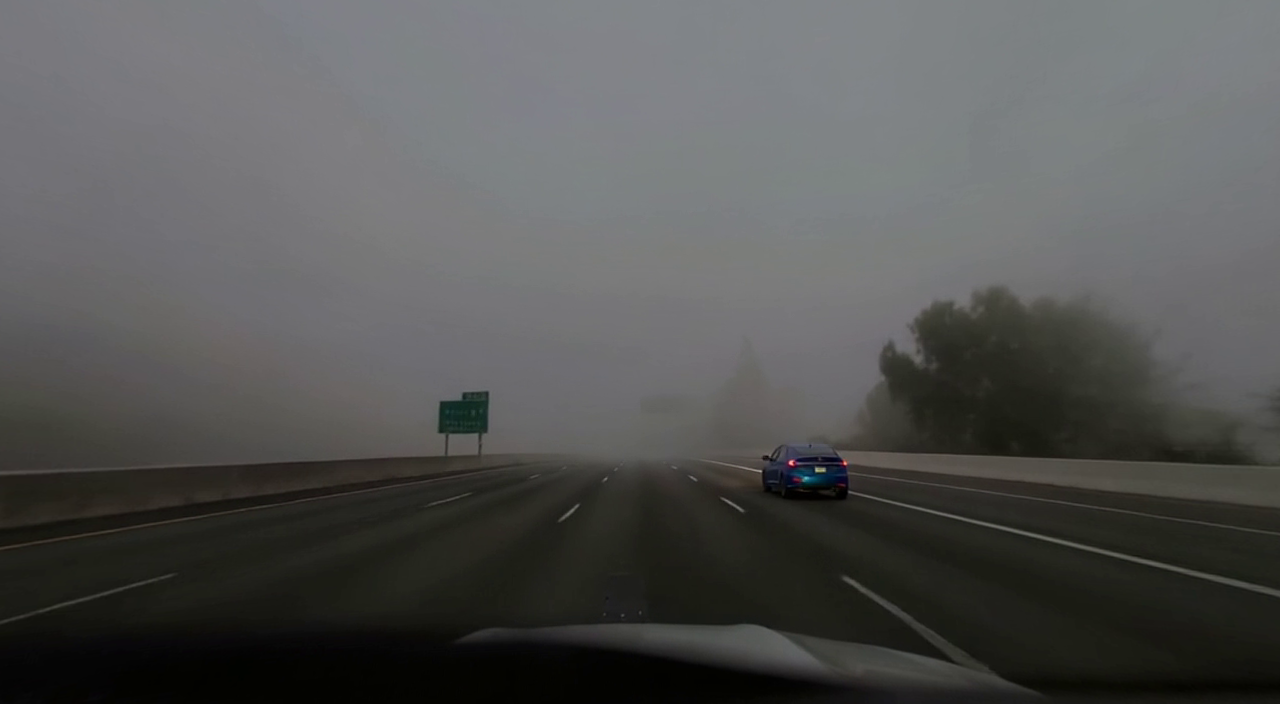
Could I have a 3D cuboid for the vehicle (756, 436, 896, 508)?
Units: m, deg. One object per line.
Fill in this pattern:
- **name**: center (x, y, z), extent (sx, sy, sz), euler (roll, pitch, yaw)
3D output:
- **vehicle**: center (4.294, 2.852, 15.422), extent (2.033, 1.501, 4.398), euler (0, -9, -1)
